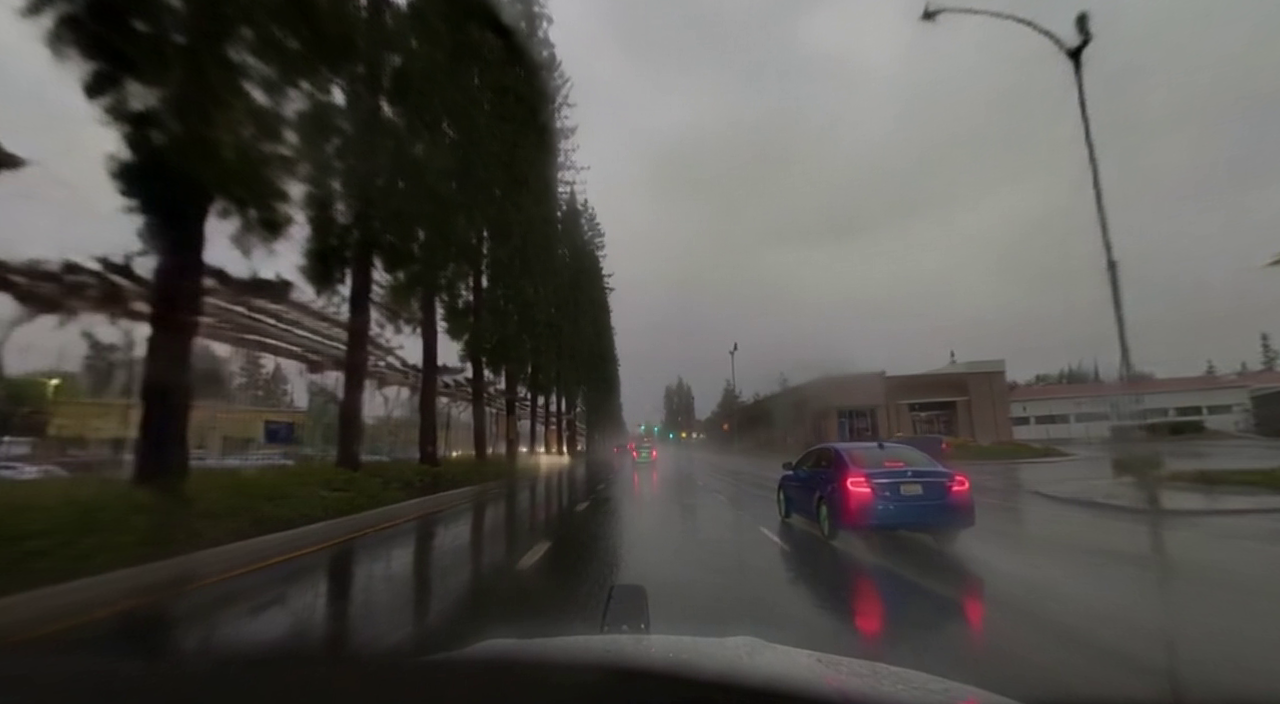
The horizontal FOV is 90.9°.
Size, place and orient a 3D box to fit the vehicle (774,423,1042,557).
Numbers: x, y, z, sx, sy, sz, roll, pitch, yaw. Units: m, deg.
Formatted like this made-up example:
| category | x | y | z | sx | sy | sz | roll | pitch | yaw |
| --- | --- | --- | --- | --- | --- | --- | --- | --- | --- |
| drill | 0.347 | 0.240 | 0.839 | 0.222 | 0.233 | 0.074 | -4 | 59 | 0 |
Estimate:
| category | x | y | z | sx | sy | sz | roll | pitch | yaw |
| --- | --- | --- | --- | --- | --- | --- | --- | --- | --- |
| vehicle | 3.532 | 1.890 | 9.415 | 2.067 | 1.497 | 4.327 | 0 | -8 | 0 |

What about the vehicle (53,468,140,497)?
| category | x | y | z | sx | sy | sz | roll | pitch | yaw |
| --- | --- | --- | --- | --- | --- | --- | --- | --- | --- |
| vehicle | -31.946 | 7.608 | 37.027 | 4.557 | 1.468 | 1.938 | -4 | -9 | 23 |

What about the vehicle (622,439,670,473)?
| category | x | y | z | sx | sy | sz | roll | pitch | yaw |
| --- | --- | --- | --- | --- | --- | --- | --- | --- | --- |
| vehicle | 0.268 | 4.960 | 30.275 | 2.144 | 1.505 | 4.128 | 0 | -8 | 0 |
